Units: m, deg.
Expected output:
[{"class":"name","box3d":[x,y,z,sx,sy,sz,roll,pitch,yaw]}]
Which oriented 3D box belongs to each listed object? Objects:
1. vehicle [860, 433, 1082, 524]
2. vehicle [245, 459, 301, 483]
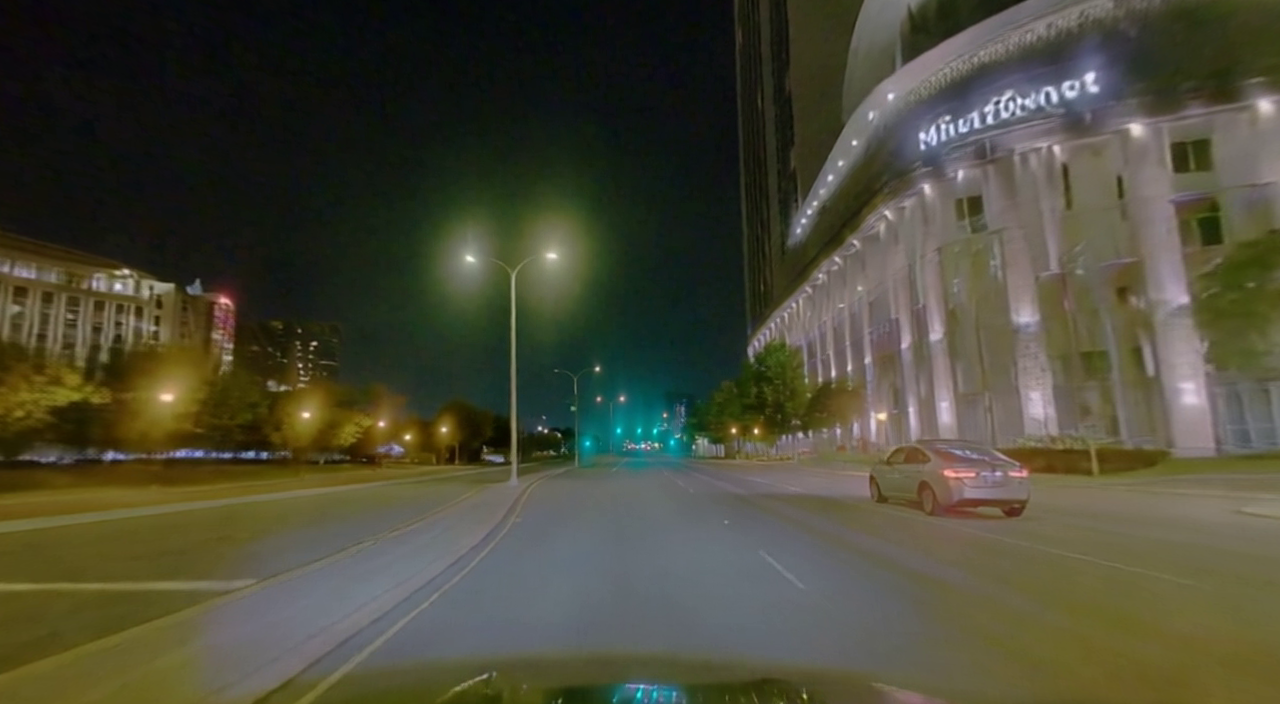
[{"class":"vehicle","box3d":[6.395,2.484,13.026,1.913,1.504,4.738,0,-9,-1]},{"class":"vehicle","box3d":[-27.666,8.917,47.545,4.967,1.587,2.096,-8,-11,41]}]
